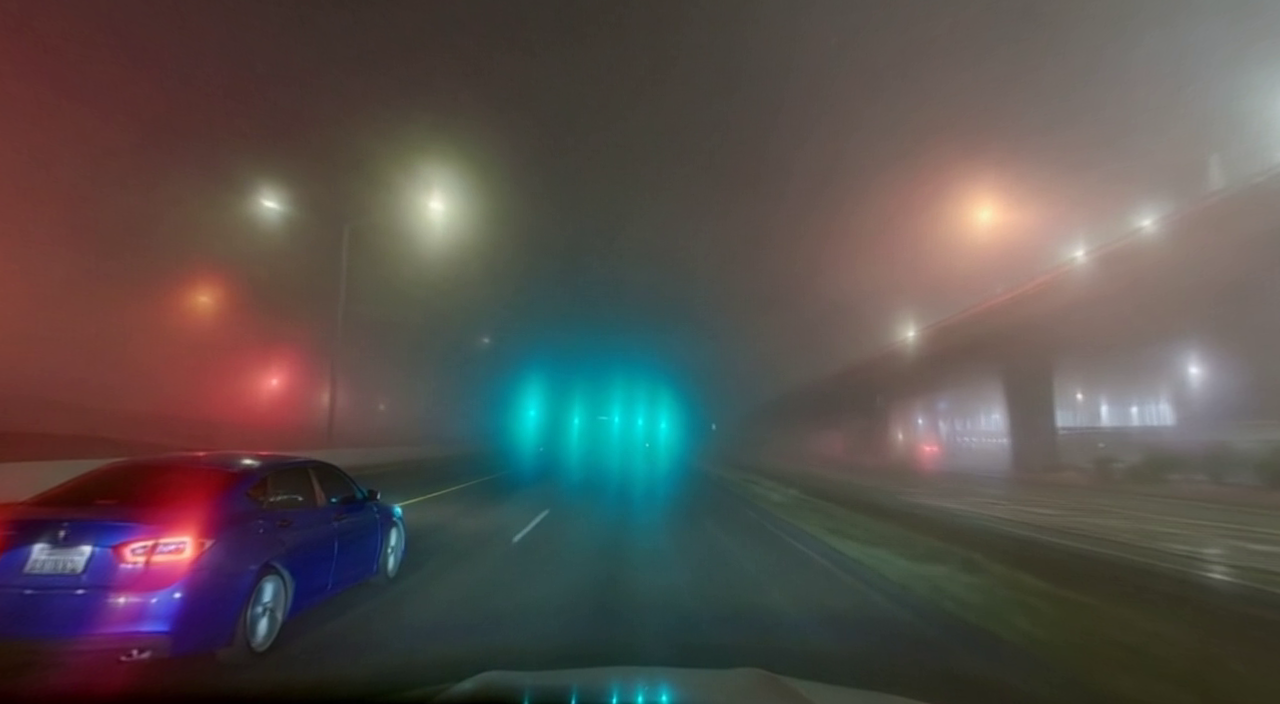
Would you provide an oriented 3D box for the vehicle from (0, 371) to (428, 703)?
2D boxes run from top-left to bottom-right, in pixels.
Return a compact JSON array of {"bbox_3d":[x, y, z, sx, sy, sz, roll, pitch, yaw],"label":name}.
[{"bbox_3d":[-3.081,1.079,3.860,2.041,1.470,4.290,0,-9,0],"label":"vehicle"}]
